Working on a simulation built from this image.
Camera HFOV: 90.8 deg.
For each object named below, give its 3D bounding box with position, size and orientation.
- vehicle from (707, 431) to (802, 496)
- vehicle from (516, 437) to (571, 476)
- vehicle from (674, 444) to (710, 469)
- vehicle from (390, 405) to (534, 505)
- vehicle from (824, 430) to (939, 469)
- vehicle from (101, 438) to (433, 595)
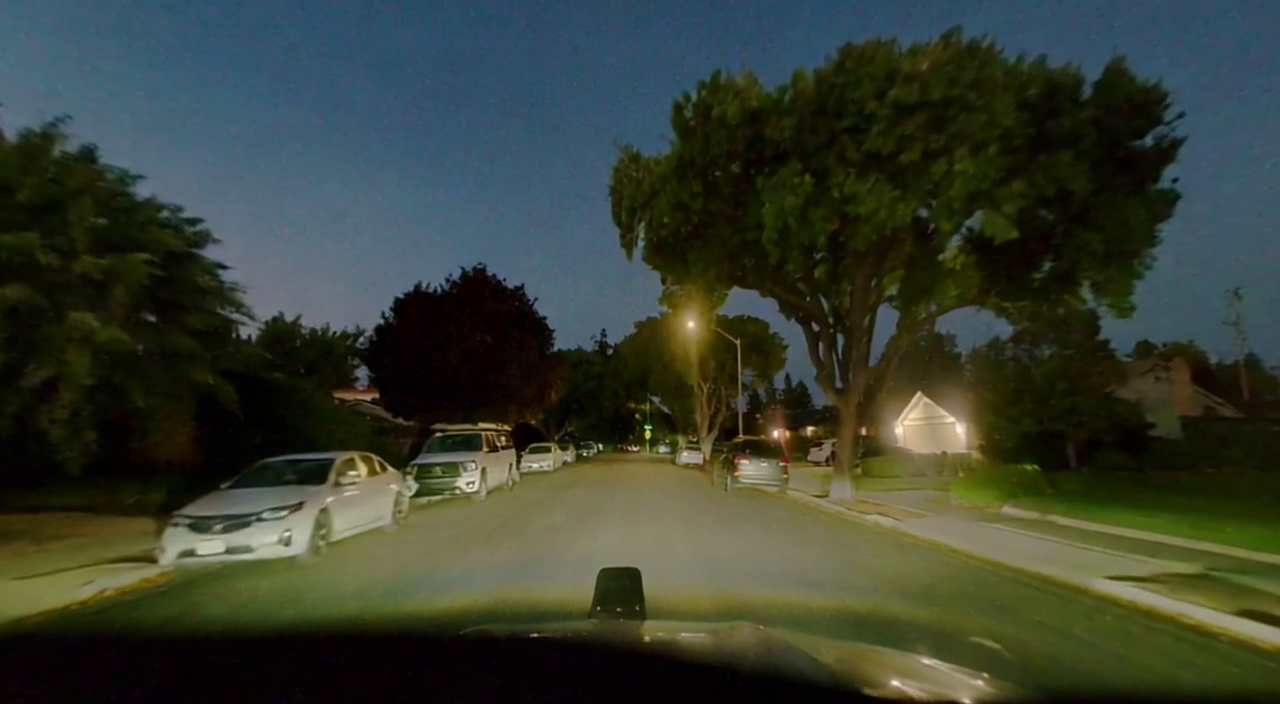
[{"bbox_3d":[3.431,3.448,19.852,2.082,1.790,4.330,1,-9,-1],"label":"vehicle"},{"bbox_3d":[-4.981,5.431,33.248,2.140,1.815,4.926,0,-7,-1],"label":"vehicle"},{"bbox_3d":[3.348,6.756,41.099,1.945,1.495,3.983,1,-9,-1],"label":"vehicle"},{"bbox_3d":[-4.961,2.977,18.967,2.476,2.434,6.543,0,-7,-1],"label":"vehicle"},{"bbox_3d":[12.232,4.985,32.237,5.043,1.865,2.026,1,-9,-1],"label":"vehicle"},{"bbox_3d":[-4.505,1.965,8.693,2.031,1.479,4.497,-1,-7,-3],"label":"vehicle"}]
